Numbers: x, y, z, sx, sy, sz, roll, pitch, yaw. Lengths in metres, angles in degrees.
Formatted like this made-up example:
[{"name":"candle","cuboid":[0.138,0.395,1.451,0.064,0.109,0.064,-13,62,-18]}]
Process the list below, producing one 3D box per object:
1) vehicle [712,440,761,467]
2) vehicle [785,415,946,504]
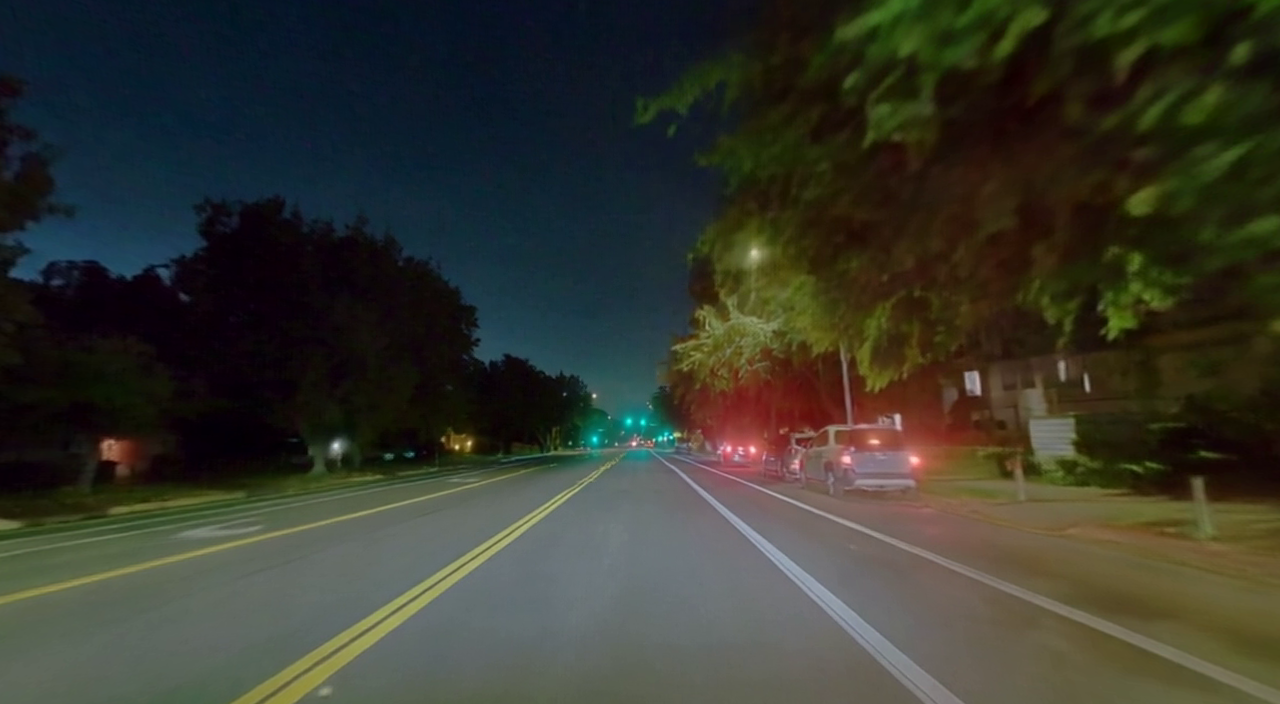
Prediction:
[{"name":"vehicle","cuboid":[5.503,5.812,36.372,1.935,1.453,4.488,0,-8,-2]},{"name":"vehicle","cuboid":[5.124,2.534,15.185,2.160,1.800,4.646,0,-8,1]}]
